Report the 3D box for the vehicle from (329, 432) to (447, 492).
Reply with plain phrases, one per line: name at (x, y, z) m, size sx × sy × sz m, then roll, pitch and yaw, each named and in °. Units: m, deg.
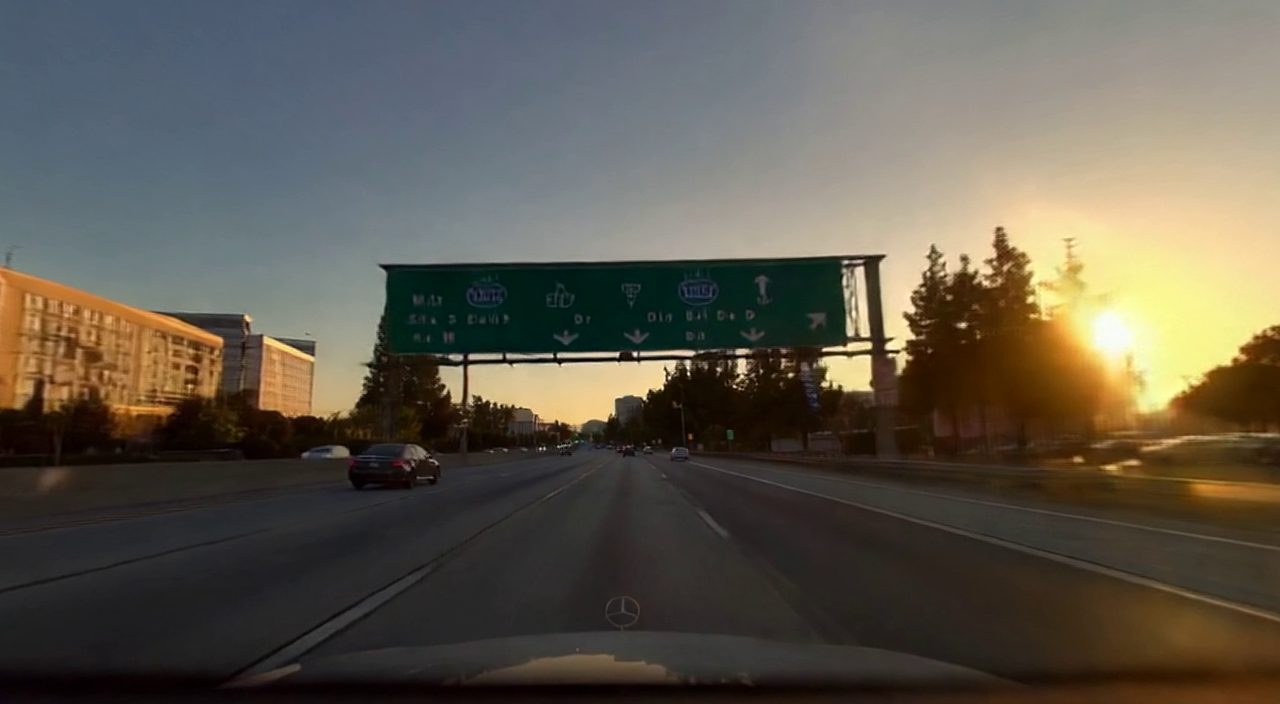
vehicle at (-8.052, 3.559, 20.714) m, size 2.089 × 1.724 × 4.327 m, roll 0°, pitch -9°, yaw -1°
